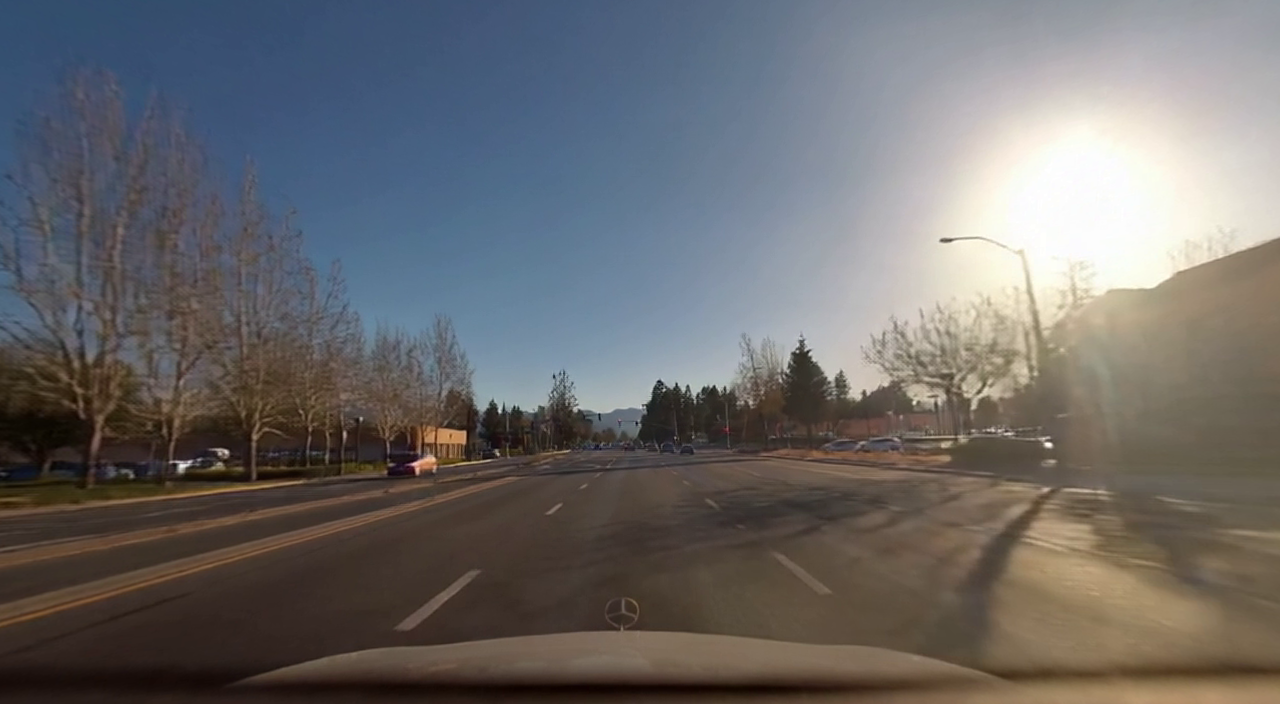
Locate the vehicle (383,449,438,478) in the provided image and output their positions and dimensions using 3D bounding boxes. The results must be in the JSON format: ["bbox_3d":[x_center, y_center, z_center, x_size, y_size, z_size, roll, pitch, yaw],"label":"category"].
[{"bbox_3d":[-15.110,7.347,41.827,1.998,1.785,4.362,0,-8,0],"label":"vehicle"}]
